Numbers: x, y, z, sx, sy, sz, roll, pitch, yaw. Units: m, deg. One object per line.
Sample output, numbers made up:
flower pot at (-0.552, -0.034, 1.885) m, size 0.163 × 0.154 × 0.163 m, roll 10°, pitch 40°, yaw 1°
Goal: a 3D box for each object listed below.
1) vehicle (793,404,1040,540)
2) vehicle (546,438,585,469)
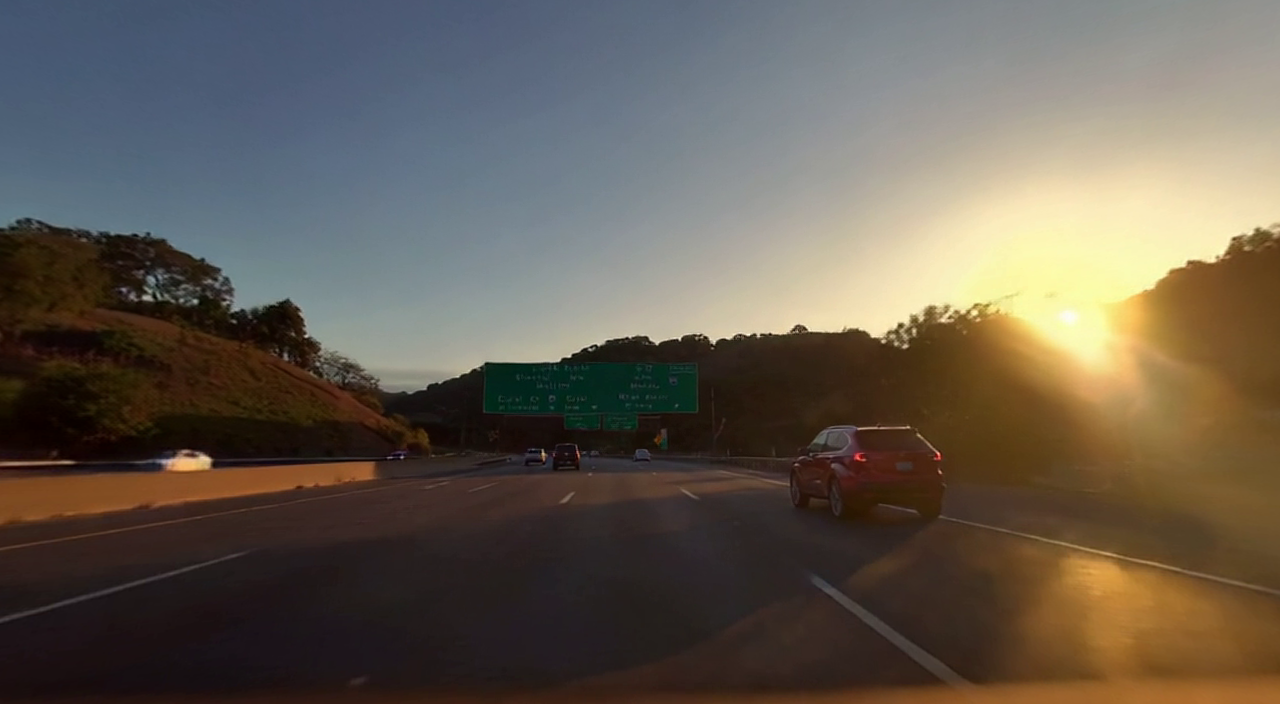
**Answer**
vehicle at (4.509, 2.061, 11.421) m, size 2.103 × 1.903 × 4.837 m, roll 0°, pitch -9°, yaw -2°
vehicle at (-5.456, 7.535, 46.887) m, size 2.537 × 2.121 × 5.251 m, roll 0°, pitch -9°, yaw -3°
